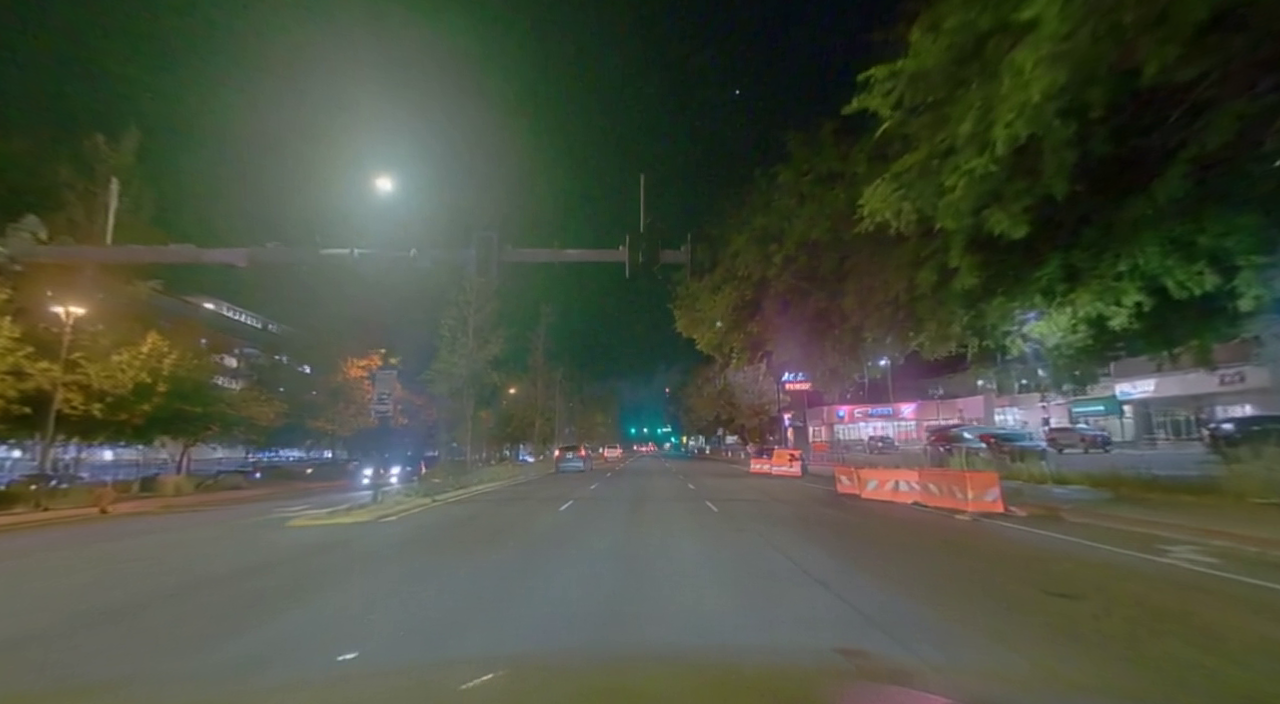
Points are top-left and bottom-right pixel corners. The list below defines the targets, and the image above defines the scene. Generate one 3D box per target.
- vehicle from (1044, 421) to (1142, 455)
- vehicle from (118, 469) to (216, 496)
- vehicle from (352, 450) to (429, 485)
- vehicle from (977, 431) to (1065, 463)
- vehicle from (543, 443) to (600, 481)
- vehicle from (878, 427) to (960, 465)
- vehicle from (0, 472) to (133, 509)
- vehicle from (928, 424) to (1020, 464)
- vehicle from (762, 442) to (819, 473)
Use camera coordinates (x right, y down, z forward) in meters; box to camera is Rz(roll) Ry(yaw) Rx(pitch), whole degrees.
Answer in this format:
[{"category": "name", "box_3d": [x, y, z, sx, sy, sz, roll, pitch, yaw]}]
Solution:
[{"category": "vehicle", "box_3d": [25.845, 4.969, 36.208, 2.043, 1.803, 4.774, -1, -8, 0]}, {"category": "vehicle", "box_3d": [-30.235, 8.313, 40.385, 4.708, 1.457, 1.821, 8, -12, -43]}, {"category": "vehicle", "box_3d": [-11.986, 5.548, 30.613, 1.917, 1.495, 4.309, -1, -8, 1]}, {"category": "vehicle", "box_3d": [18.284, 4.590, 30.473, 1.881, 1.443, 3.882, -1, -8, 2]}, {"category": "vehicle", "box_3d": [-2.788, 4.576, 26.598, 1.926, 1.442, 4.231, 0, -8, 0]}, {"category": "vehicle", "box_3d": [13.588, 4.633, 31.026, 1.916, 1.683, 4.516, 0, -8, -1]}, {"category": "vehicle", "box_3d": [-30.134, 7.271, 33.357, 5.077, 1.411, 1.808, 3, -11, -39]}, {"category": "vehicle", "box_3d": [16.126, 4.475, 30.695, 1.984, 1.774, 4.406, 0, -8, -1]}, {"category": "vehicle", "box_3d": [7.472, 5.242, 31.600, 1.799, 1.399, 4.317, -1, -8, 0]}]
